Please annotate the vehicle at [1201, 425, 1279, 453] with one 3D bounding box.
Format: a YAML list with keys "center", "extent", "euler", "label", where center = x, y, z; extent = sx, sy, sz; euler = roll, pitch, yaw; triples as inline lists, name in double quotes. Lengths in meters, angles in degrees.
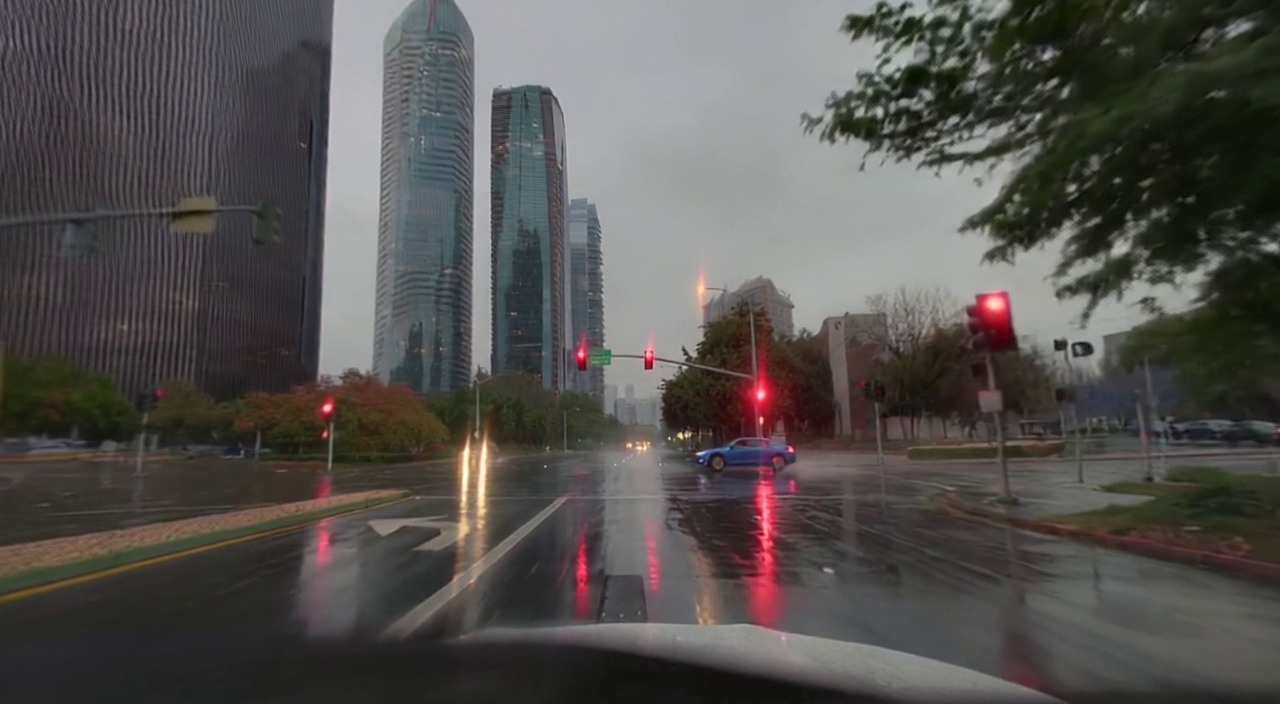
- center: [40.493, 5.756, 41.468]
  extent: [4.625, 1.741, 2.395]
  euler: [0, -9, 3]
  label: "vehicle"

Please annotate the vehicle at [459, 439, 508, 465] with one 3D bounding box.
- center: [-11.449, 7.370, 46.403]
  extent: [2.069, 1.771, 4.947]
  euler: [0, -9, 3]
  label: "vehicle"

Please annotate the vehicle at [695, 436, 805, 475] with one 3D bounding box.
- center: [4.660, 4.461, 27.137]
  extent: [4.218, 1.572, 2.065]
  euler: [1, -9, -8]
  label: "vehicle"
